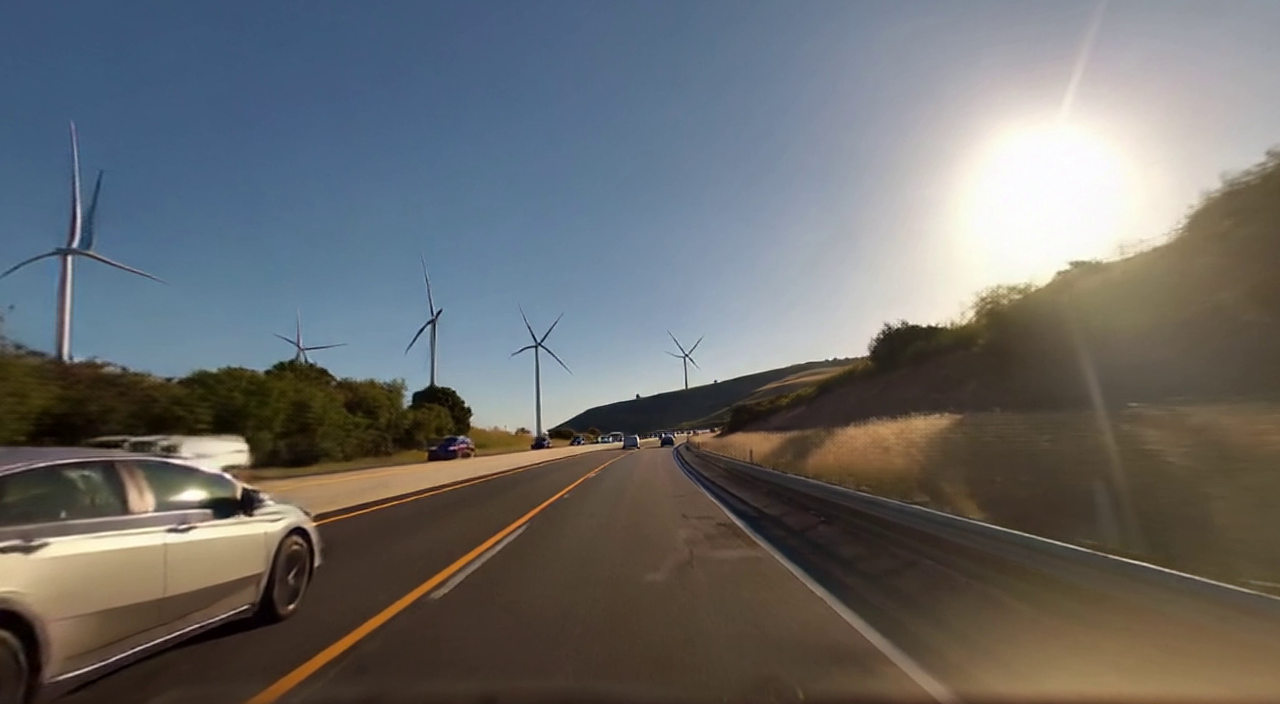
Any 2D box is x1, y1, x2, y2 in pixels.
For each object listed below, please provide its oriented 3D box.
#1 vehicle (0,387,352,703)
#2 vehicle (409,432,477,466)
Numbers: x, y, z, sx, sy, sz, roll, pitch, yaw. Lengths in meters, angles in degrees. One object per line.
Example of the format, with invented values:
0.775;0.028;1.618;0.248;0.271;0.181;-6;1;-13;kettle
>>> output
-2.886;0.841;1.961;1.918;1.443;4.422;0;-8;-1;vehicle
-9.228;4.552;29.860;1.823;1.509;4.008;0;-8;2;vehicle
